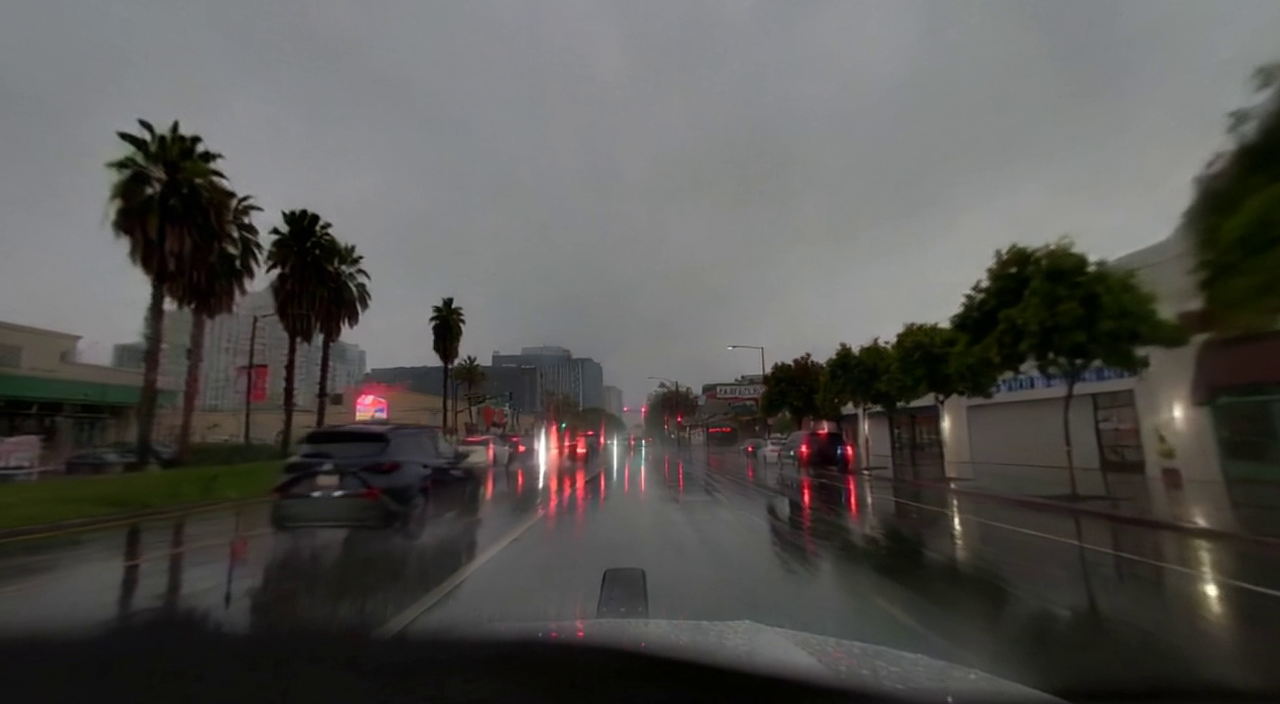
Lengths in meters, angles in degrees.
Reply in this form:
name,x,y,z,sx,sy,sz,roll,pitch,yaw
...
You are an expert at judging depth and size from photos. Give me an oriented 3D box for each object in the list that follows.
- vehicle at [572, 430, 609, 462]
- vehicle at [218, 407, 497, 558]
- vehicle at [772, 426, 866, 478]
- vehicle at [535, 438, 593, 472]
name,x,y,z,sx,sy,sz,roll,pitch,yaw
vehicle,-3.216,6.249,41.907,2.158,2.040,4.511,0,-8,0
vehicle,-3.573,1.741,9.027,2.024,1.636,4.121,0,-8,1
vehicle,7.431,4.245,26.947,2.256,1.936,5.838,0,-8,0
vehicle,-3.458,4.798,29.646,2.044,1.462,4.624,0,-8,1
